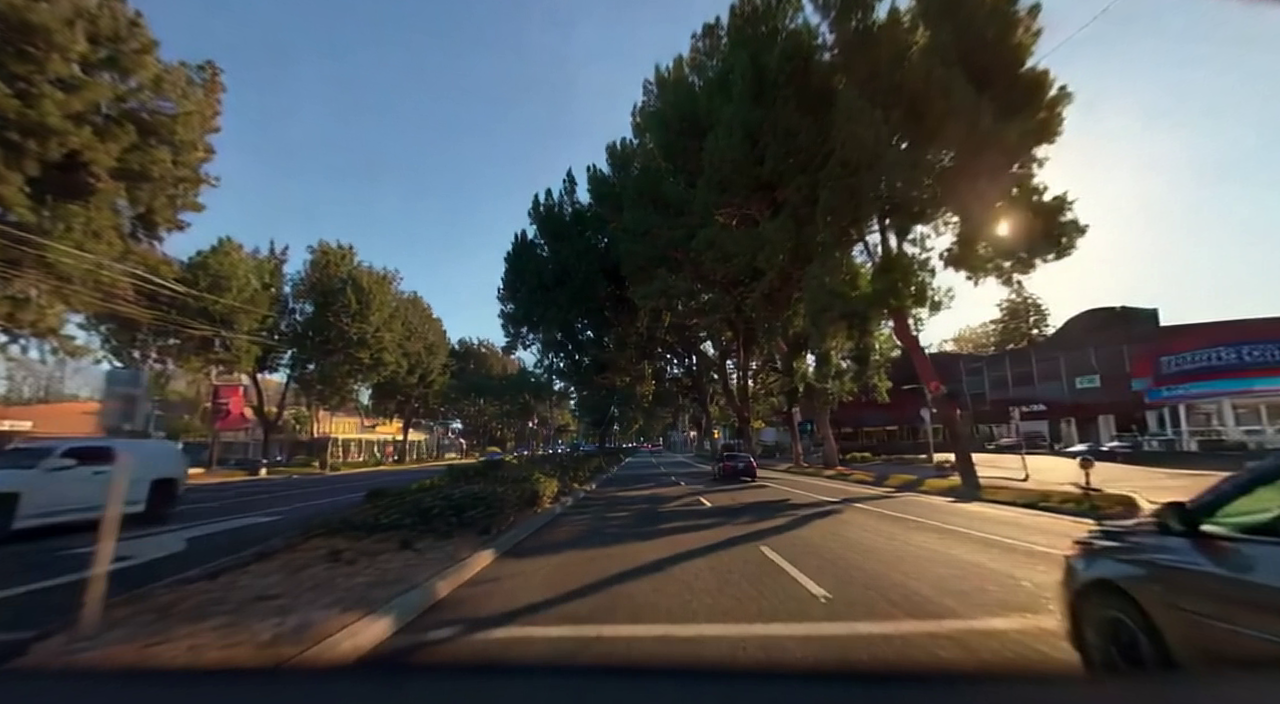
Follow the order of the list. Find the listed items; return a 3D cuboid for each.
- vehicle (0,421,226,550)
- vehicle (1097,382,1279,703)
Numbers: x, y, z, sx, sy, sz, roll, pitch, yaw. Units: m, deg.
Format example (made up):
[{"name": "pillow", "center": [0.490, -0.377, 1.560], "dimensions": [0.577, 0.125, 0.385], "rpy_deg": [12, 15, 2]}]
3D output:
[{"name": "vehicle", "center": [-8.408, 1.922, 9.179], "dimensions": [1.913, 1.478, 4.312], "rpy_deg": [-4, -10, -1]}, {"name": "vehicle", "center": [3.429, 0.651, 0.980], "dimensions": [1.967, 1.480, 4.596], "rpy_deg": [0, -8, 0]}]
